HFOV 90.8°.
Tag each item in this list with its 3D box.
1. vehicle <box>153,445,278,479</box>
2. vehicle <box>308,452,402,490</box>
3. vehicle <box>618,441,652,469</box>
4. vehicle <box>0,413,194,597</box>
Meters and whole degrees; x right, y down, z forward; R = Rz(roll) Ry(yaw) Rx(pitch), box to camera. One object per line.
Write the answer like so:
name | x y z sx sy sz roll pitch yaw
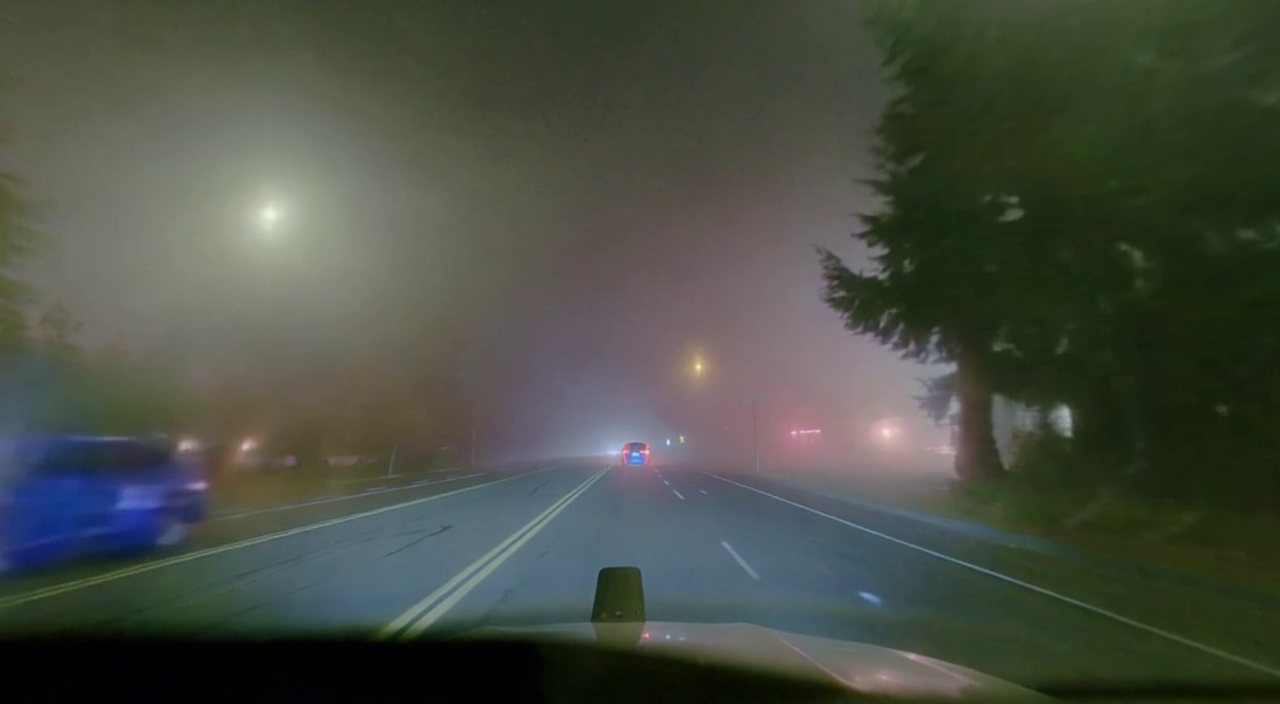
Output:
vehicle | -21.106 5.474 31.542 4.773 1.625 1.933 0 -8 -2
vehicle | -12.424 5.207 27.918 2.090 1.478 4.376 0 -8 1
vehicle | -0.310 7.063 43.603 2.230 1.827 4.298 0 -8 0
vehicle | -7.069 1.494 6.310 2.065 1.719 4.265 0 -8 0
